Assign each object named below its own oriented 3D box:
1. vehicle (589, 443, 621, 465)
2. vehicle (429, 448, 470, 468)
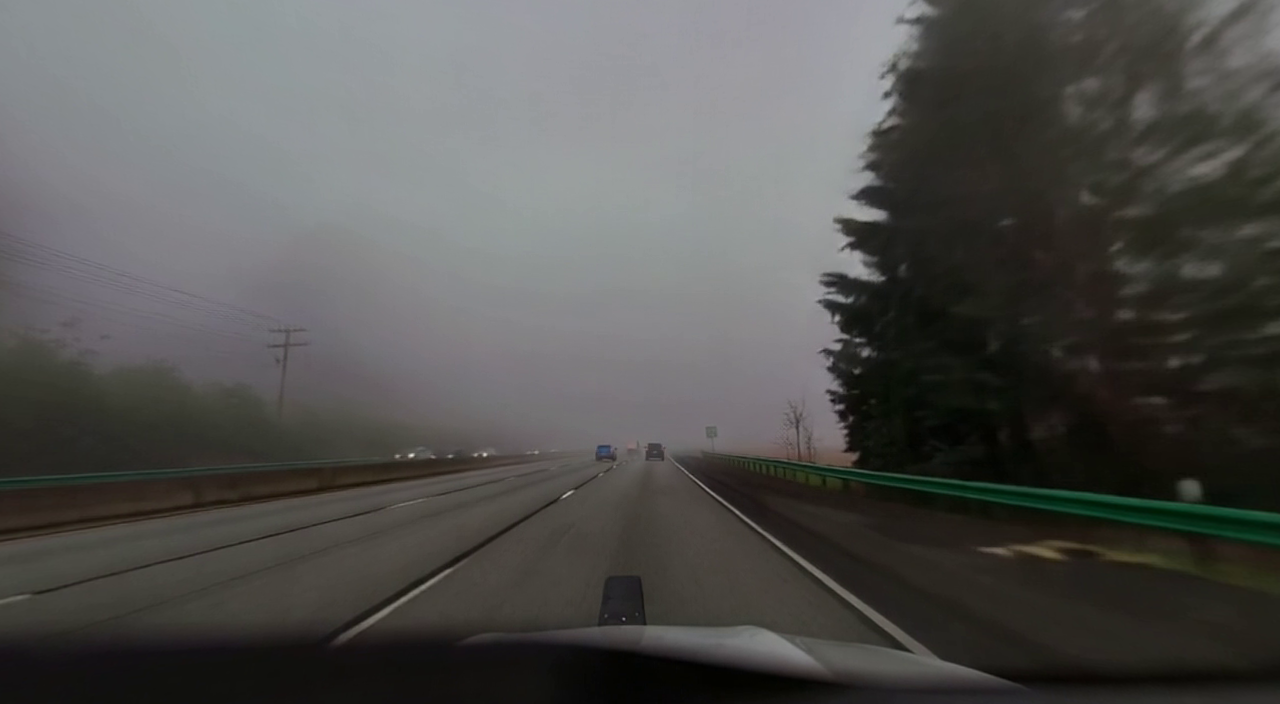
[{"bbox_3d":[-2.632,7.724,47.883,2.021,1.515,4.453,0,-8,2],"label":"vehicle"},{"bbox_3d":[-15.007,8.339,49.708,1.893,1.494,3.933,0,-8,1],"label":"vehicle"}]
